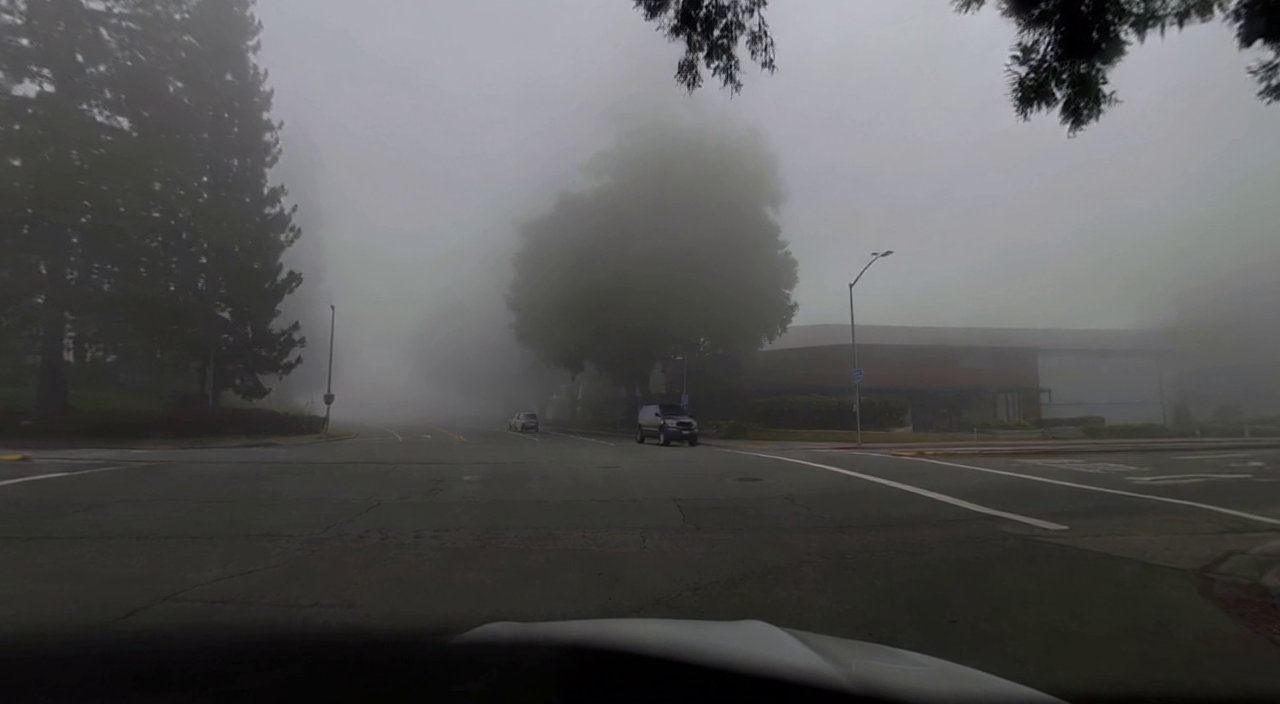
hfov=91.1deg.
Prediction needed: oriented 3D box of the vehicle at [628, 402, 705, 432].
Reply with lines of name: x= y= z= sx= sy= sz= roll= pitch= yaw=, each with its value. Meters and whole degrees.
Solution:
vehicle: x=1.775 y=4.691 z=44.426 sx=2.435 sy=1.858 sz=5.585 roll=6 pitch=-11 yaw=-38
